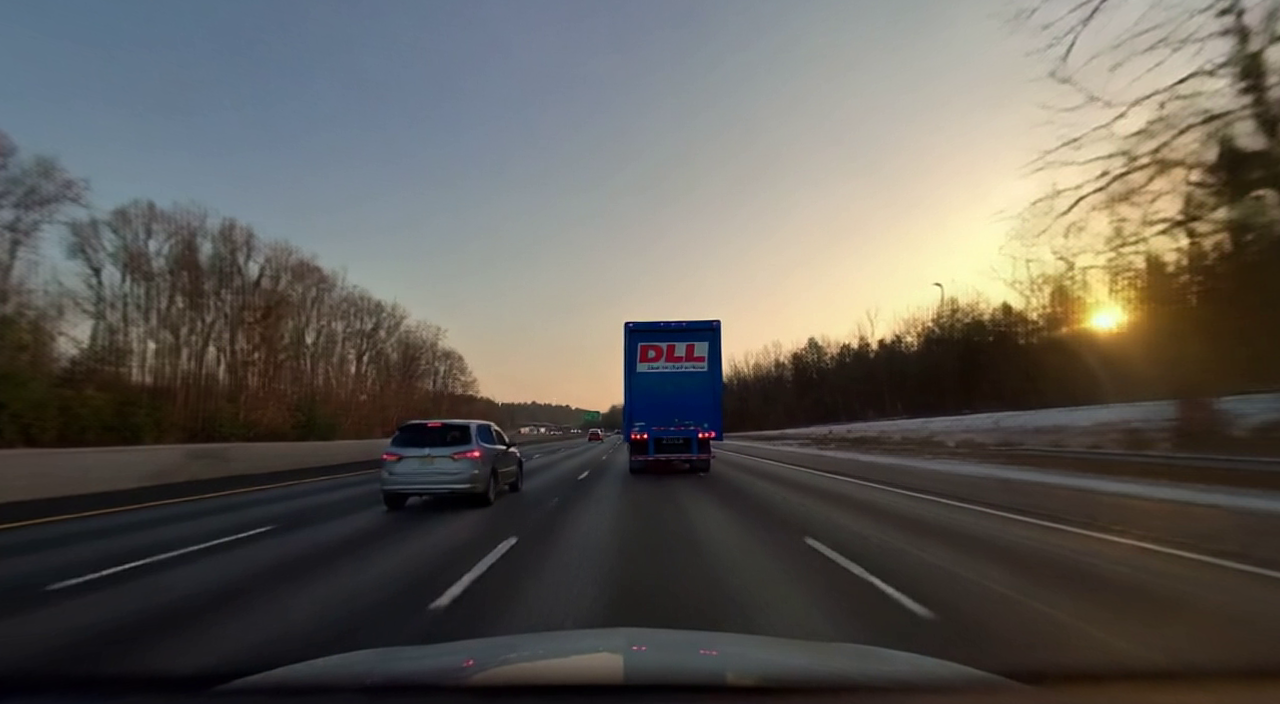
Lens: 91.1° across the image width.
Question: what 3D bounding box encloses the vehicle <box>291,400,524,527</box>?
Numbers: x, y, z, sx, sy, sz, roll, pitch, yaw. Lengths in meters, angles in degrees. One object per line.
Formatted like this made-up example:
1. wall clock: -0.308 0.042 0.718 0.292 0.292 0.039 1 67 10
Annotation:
1. vehicle: -3.795 1.937 11.609 2.394 1.787 5.186 0 -8 -1

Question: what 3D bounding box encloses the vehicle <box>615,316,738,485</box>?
1. vehicle: 0.714 1.785 20.187 3.011 4.211 8.926 0 -8 -3
